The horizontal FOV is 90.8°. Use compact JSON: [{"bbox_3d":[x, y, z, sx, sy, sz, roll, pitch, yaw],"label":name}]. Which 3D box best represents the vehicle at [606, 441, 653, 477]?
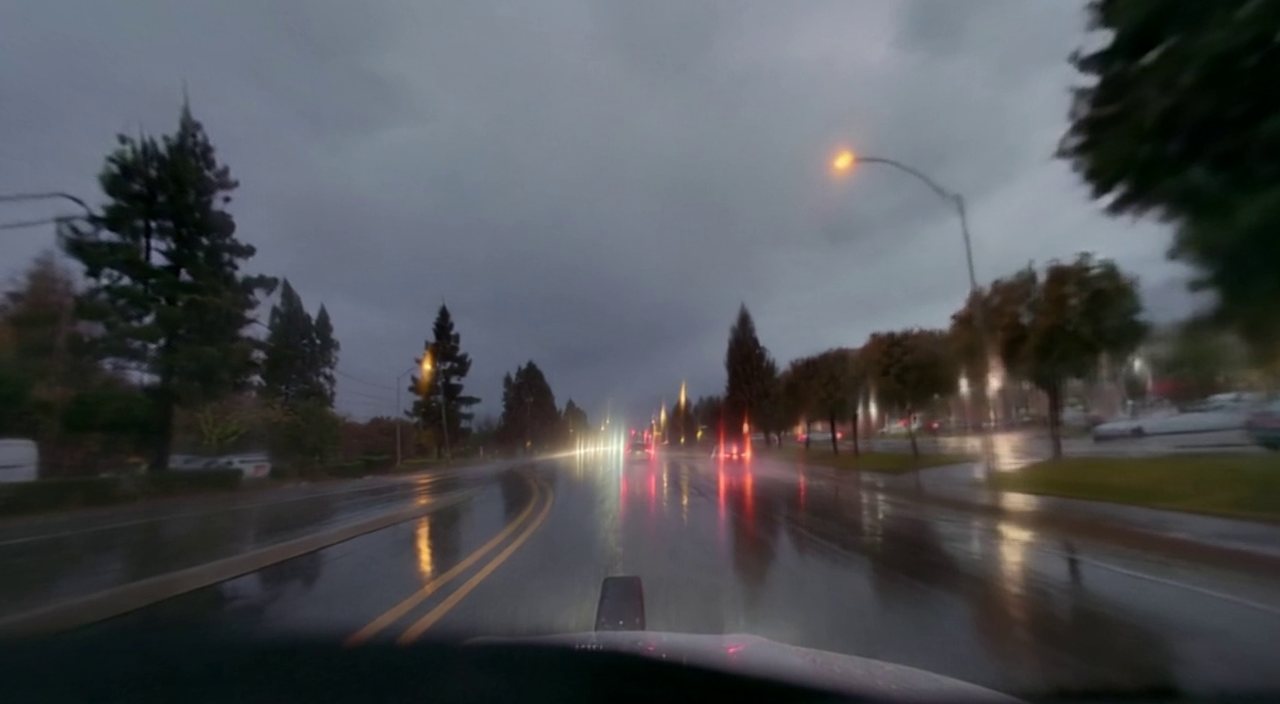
[{"bbox_3d":[-0.510,5.256,31.284,2.181,1.639,4.127,0,-9,-1],"label":"vehicle"}]
